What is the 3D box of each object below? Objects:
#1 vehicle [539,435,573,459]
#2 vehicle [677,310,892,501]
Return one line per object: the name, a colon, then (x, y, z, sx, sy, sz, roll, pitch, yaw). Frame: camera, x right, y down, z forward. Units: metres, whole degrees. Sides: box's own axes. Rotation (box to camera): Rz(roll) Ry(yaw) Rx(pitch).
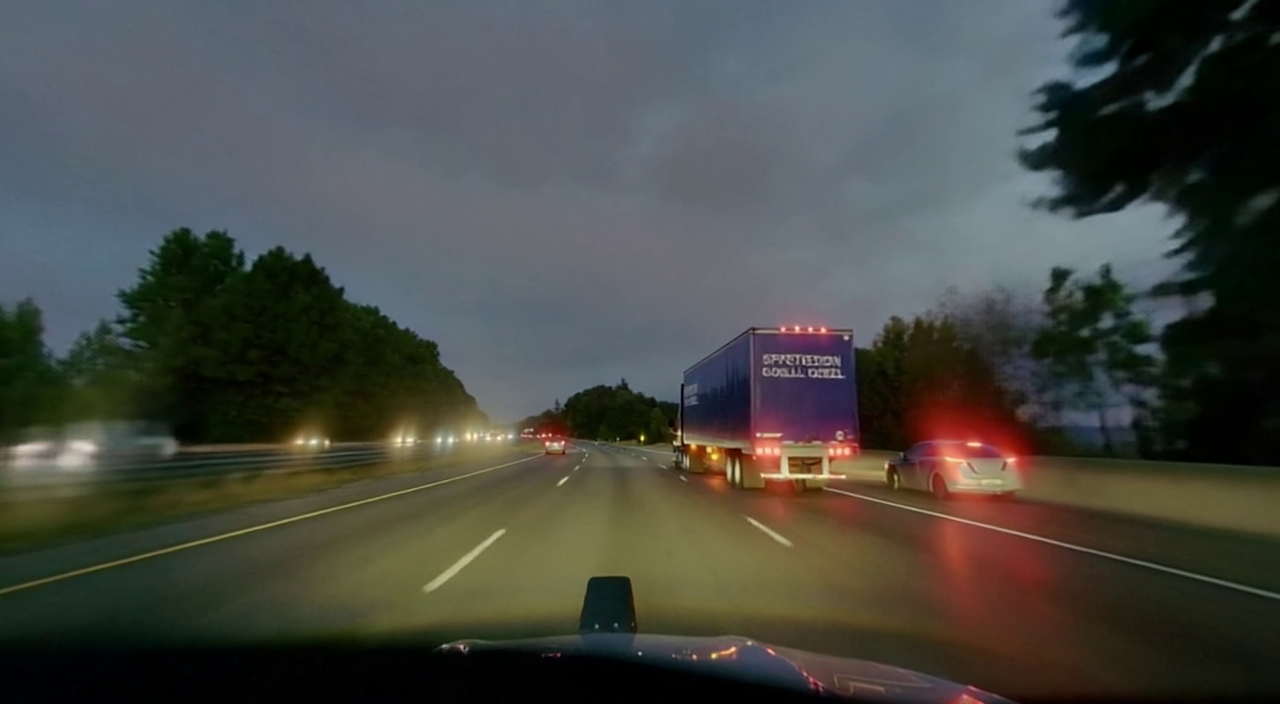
vehicle: (-5.845, 6.610, 44.003, 2.030, 1.547, 3.862, 1, -8, -3)
vehicle: (3.473, 2.064, 20.524, 2.910, 4.051, 14.278, 1, -8, -3)
